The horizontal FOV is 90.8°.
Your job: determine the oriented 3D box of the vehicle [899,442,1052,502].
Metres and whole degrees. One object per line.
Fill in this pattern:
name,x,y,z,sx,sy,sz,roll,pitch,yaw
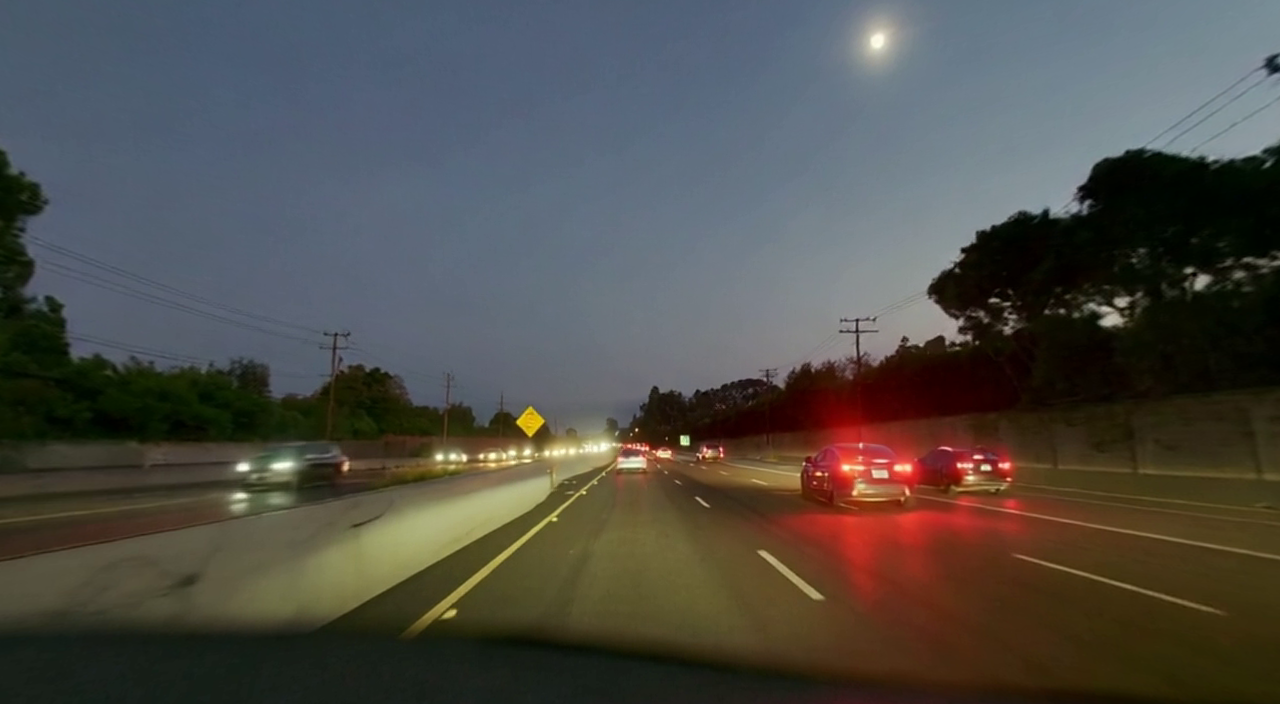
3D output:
vehicle,9.595,3.435,18.578,1.969,1.506,4.422,0,-9,-2

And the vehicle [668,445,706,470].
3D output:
vehicle,2.944,6.715,40.398,1.981,1.480,4.316,0,-9,-1

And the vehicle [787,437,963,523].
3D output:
vehicle,4.797,2.664,13.773,2.069,1.520,4.614,0,-9,0

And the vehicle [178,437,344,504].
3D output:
vehicle,-10.851,3.399,18.602,2.042,1.697,4.552,0,-9,0

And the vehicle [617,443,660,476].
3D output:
vehicle,-0.121,5.262,31.128,1.993,1.506,3.883,0,-8,-1
